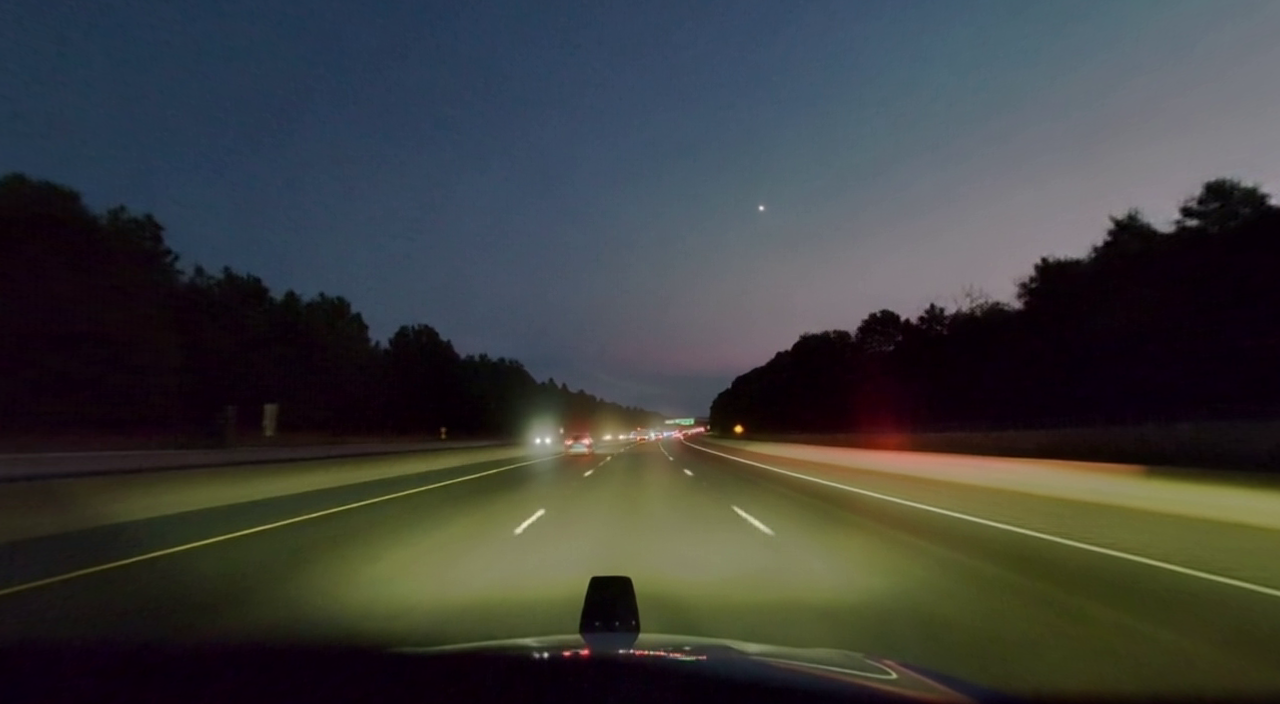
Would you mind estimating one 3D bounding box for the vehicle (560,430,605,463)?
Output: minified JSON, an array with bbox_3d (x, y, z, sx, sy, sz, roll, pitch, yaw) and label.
[{"bbox_3d":[-3.088,5.163,34.660,2.084,1.654,4.080,0,-8,0],"label":"vehicle"}]
